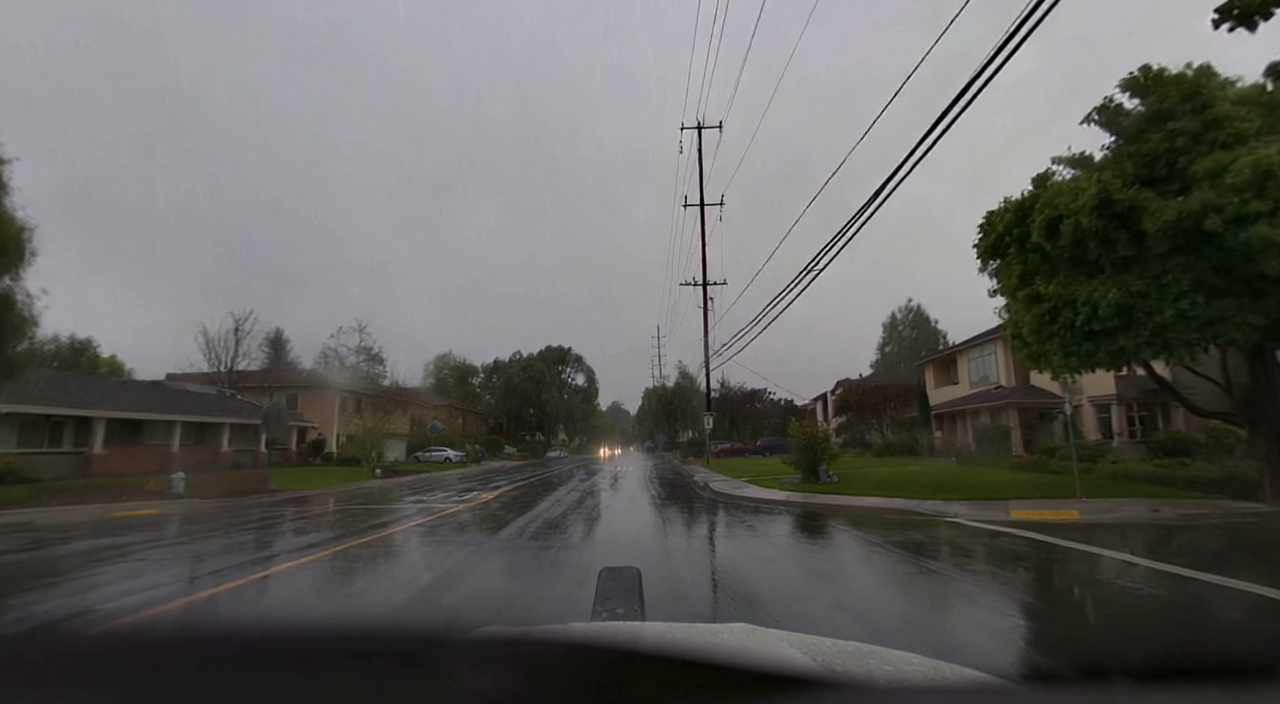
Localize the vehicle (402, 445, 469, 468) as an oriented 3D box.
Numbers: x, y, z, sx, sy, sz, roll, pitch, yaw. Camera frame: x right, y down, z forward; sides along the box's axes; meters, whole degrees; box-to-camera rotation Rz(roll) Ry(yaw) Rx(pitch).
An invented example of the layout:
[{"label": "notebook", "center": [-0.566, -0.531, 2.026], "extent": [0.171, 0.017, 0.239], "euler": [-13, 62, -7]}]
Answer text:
[{"label": "vehicle", "center": [-15.930, 8.116, 49.235], "extent": [4.500, 1.714, 1.924], "euler": [-1, -9, 6]}]
